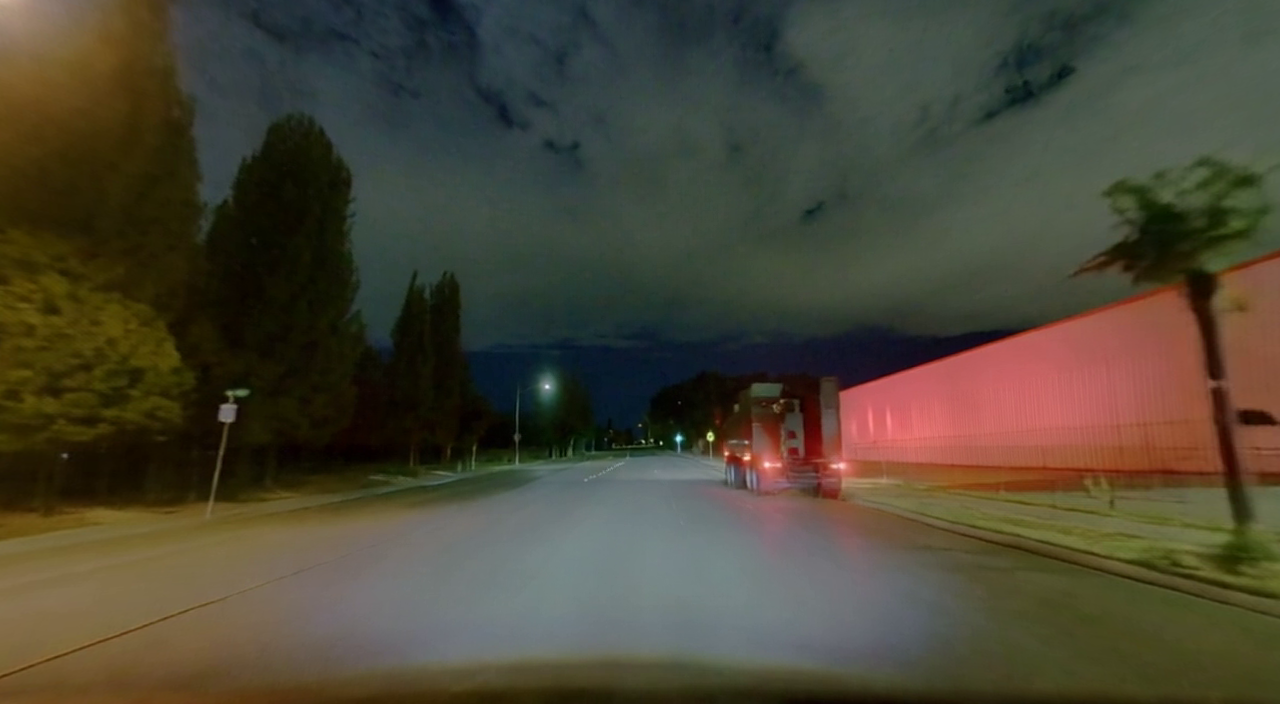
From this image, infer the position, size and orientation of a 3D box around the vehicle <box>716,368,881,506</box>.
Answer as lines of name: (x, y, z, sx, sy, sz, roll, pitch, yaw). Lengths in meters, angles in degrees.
vehicle: (4.178, 2.479, 18.353, 3.019, 3.303, 6.252, 0, -8, -1)
